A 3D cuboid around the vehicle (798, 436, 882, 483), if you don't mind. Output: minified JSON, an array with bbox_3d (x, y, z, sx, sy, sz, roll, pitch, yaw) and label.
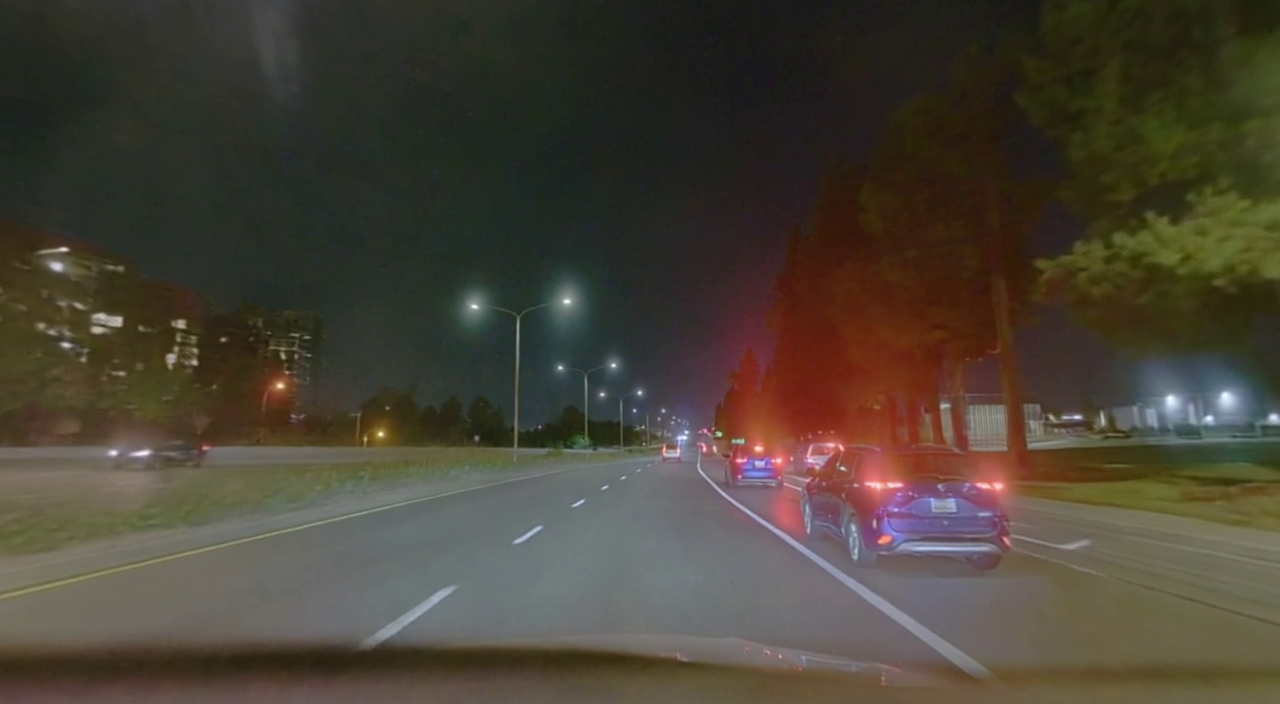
[{"bbox_3d":[8.357,4.505,26.808,2.104,1.801,4.628,0,-8,1],"label":"vehicle"}]

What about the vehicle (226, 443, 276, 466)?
[{"bbox_3d":[-29.299,7.667,47.386,4.266,1.583,2.078,-8,-12,43],"label":"vehicle"}]

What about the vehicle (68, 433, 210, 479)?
[{"bbox_3d":[-19.446,4.057,24.796,2.140,1.626,4.526,1,-8,-5],"label":"vehicle"}]

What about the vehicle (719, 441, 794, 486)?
[{"bbox_3d":[4.176,4.065,23.355,1.981,1.499,4.536,0,-8,1],"label":"vehicle"}]
